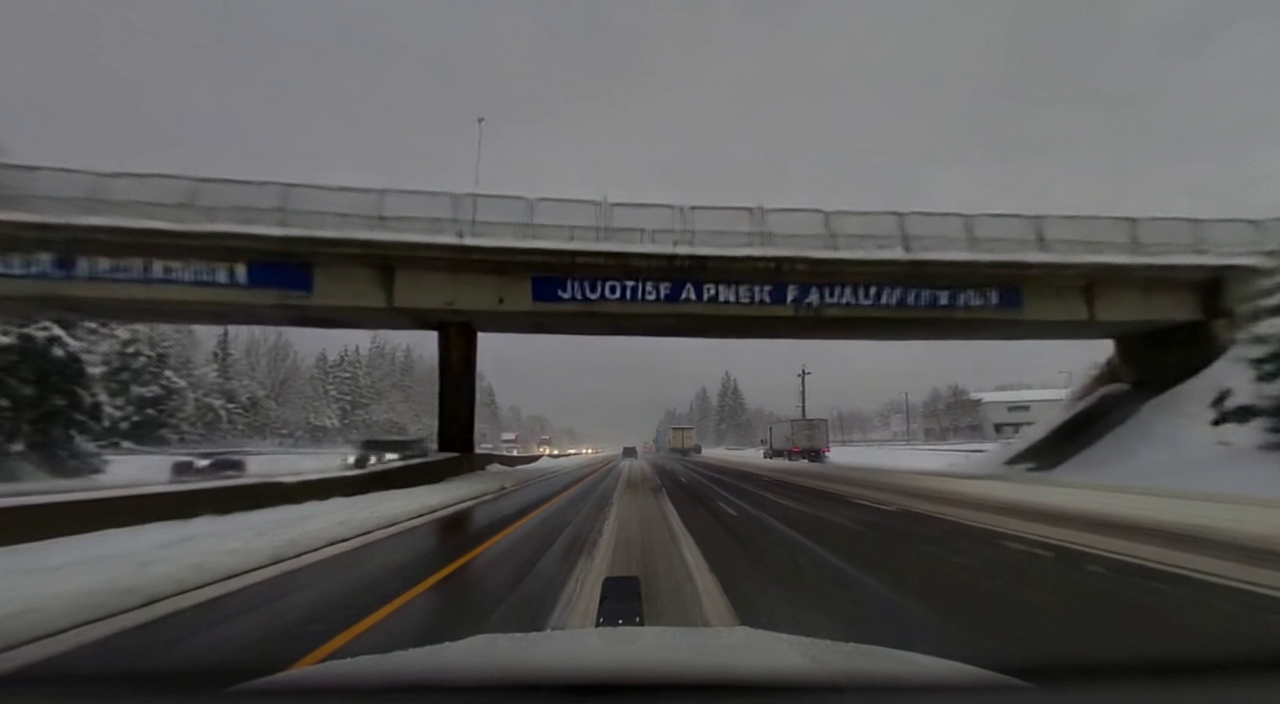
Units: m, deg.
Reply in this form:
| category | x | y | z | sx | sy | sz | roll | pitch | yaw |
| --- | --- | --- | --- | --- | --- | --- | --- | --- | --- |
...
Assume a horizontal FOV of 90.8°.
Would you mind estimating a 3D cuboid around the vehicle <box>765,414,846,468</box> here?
| category | x | y | z | sx | sy | sz | roll | pitch | yaw |
| --- | --- | --- | --- | --- | --- | --- | --- | --- | --- |
| vehicle | 11.175 | 6.230 | 43.894 | 2.912 | 3.293 | 9.588 | 0 | -9 | -1 |

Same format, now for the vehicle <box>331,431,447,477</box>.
| category | x | y | z | sx | sy | sz | roll | pitch | yaw |
| --- | --- | --- | --- | --- | --- | --- | --- | --- | --- |
| vehicle | -10.100 | 4.186 | 26.094 | 2.470 | 1.699 | 5.547 | 0 | -9 | 1 |
